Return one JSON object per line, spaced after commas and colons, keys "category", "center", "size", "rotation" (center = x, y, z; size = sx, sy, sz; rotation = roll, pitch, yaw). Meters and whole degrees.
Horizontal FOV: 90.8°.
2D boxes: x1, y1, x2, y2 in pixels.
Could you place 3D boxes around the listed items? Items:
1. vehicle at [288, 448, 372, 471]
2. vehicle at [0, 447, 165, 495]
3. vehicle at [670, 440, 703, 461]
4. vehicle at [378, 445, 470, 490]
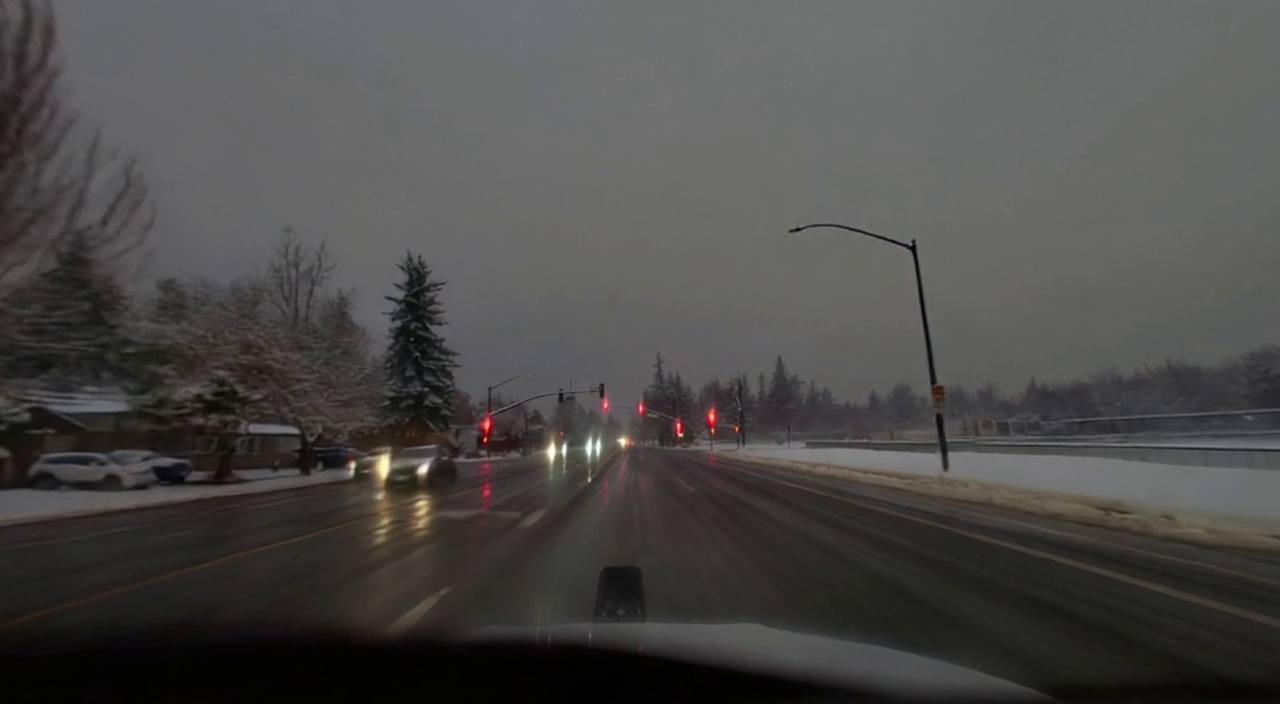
{"category": "vehicle", "center": [-20.369, 7.093, 41.640], "size": [4.464, 1.453, 1.931], "rotation": [0, -9, -1]}
{"category": "vehicle", "center": [-20.624, 4.361, 23.422], "size": [4.354, 1.676, 1.905], "rotation": [0, -9, -1]}
{"category": "vehicle", "center": [3.501, 7.559, 48.488], "size": [2.133, 1.494, 4.265], "rotation": [0, -9, -2]}
{"category": "vehicle", "center": [-7.890, 4.241, 23.570], "size": [1.931, 1.483, 4.246], "rotation": [0, -9, 0]}
